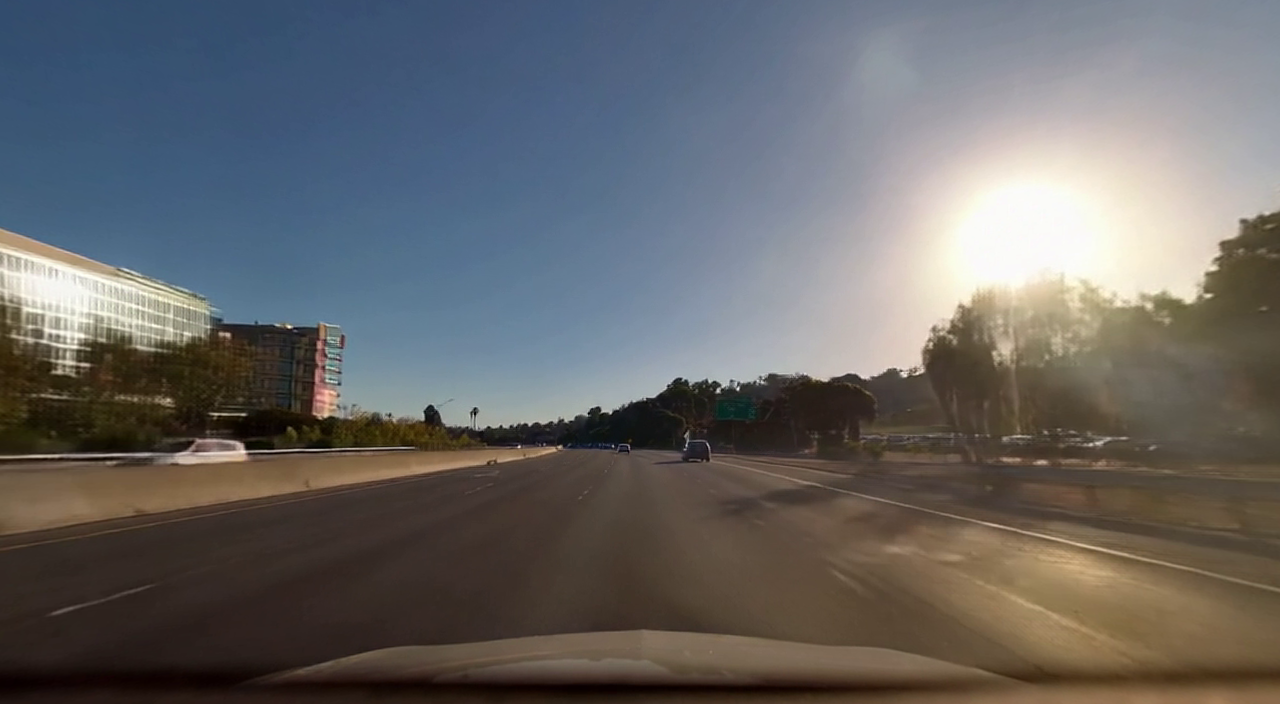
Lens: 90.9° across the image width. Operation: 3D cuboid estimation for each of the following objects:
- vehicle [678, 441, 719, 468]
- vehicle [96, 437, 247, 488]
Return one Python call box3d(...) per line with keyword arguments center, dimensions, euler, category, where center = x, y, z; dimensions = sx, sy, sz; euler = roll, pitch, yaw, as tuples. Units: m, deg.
box3d(center=(3.484, 6.189, 38.242), dimensions=(1.926, 1.477, 4.025), euler=(0, -9, -2), category="vehicle")
box3d(center=(-16.576, 3.909, 22.685), dimensions=(1.986, 1.618, 4.467), euler=(0, -9, 0), category="vehicle")
